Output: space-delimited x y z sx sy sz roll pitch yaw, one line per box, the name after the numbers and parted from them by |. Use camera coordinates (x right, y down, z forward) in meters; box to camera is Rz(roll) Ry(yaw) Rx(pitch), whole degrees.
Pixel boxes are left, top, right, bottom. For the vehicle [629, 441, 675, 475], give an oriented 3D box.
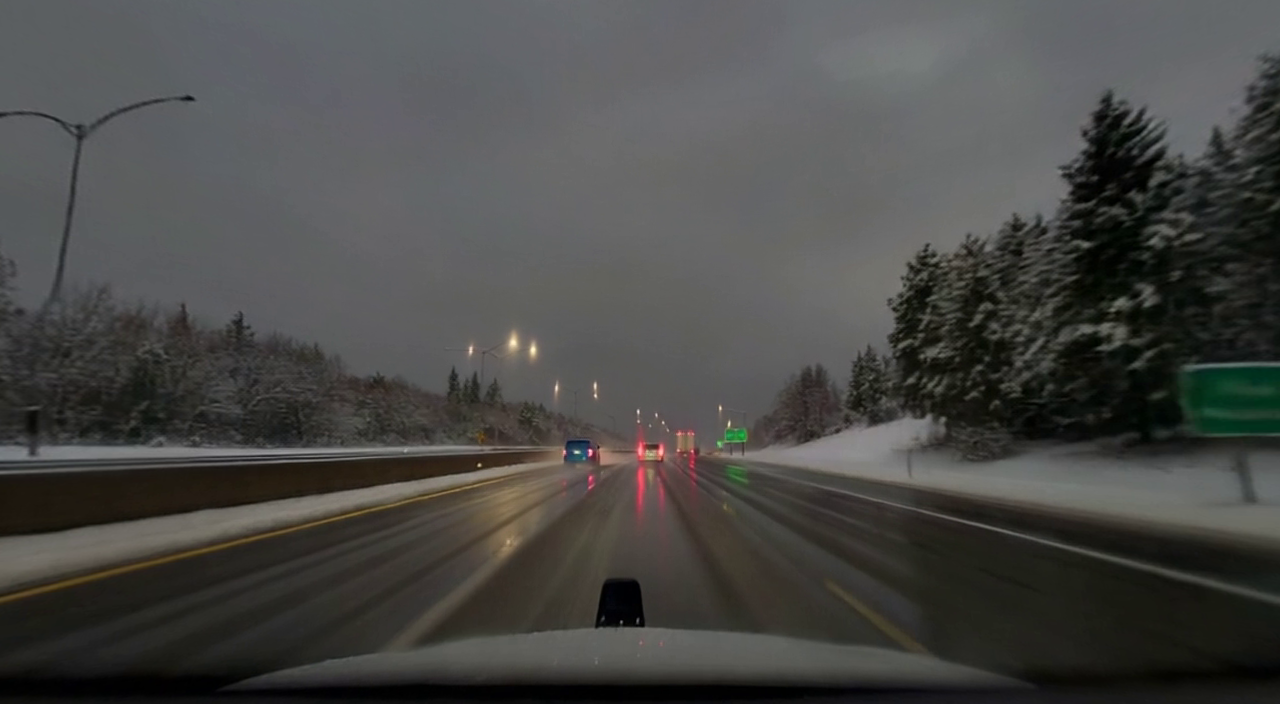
0.591 5.170 30.995 2.086 1.548 4.325 0 -9 1 | vehicle

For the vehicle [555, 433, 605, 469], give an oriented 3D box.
-3.378 5.700 36.289 2.264 1.901 4.647 0 -9 2 | vehicle
